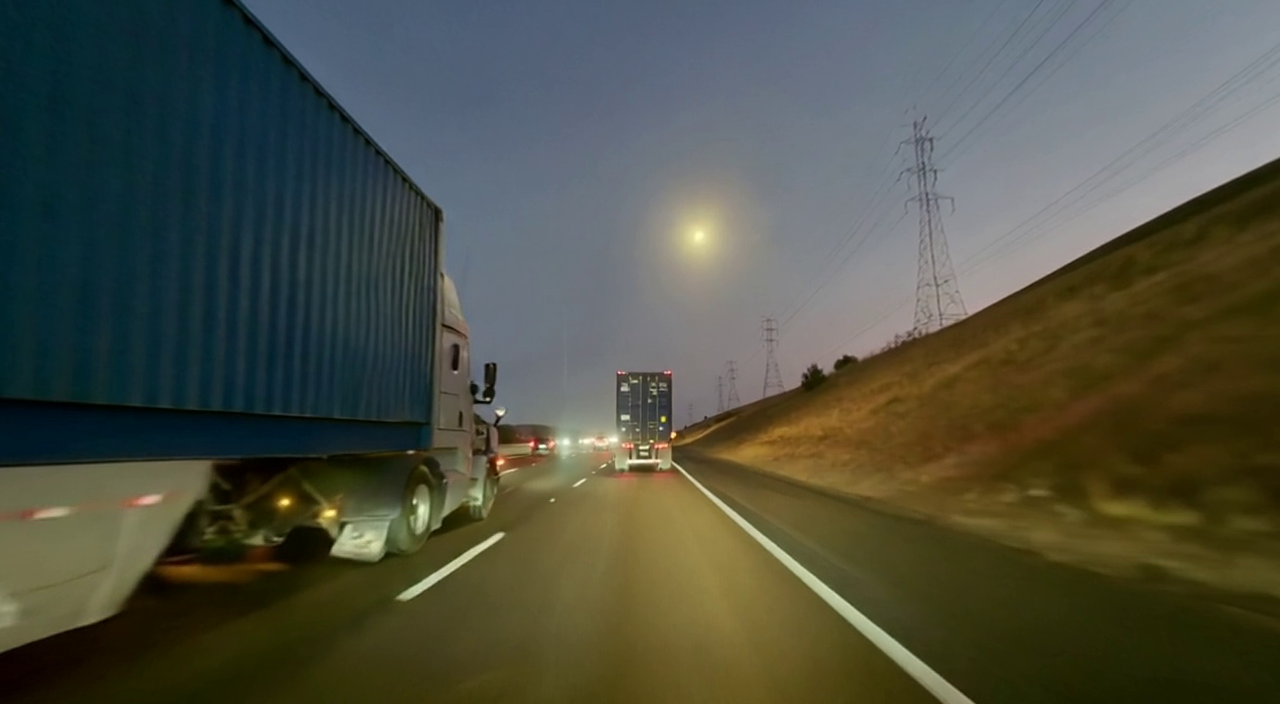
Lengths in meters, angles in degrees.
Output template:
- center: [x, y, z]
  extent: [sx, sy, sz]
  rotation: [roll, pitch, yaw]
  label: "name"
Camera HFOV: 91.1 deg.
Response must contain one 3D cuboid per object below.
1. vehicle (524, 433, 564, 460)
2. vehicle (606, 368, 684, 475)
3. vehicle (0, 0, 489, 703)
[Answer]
- center: [-7.112, 7.050, 47.112]
  extent: [2.214, 1.899, 4.719]
  rotation: [0, -8, 1]
  label: "vehicle"
- center: [0.152, 3.519, 30.254]
  extent: [3.006, 4.120, 11.586]
  rotation: [0, -8, 0]
  label: "vehicle"
- center: [-4.067, -0.128, 4.423]
  extent: [3.314, 4.224, 9.816]
  rotation: [0, -8, 1]
  label: "vehicle"
